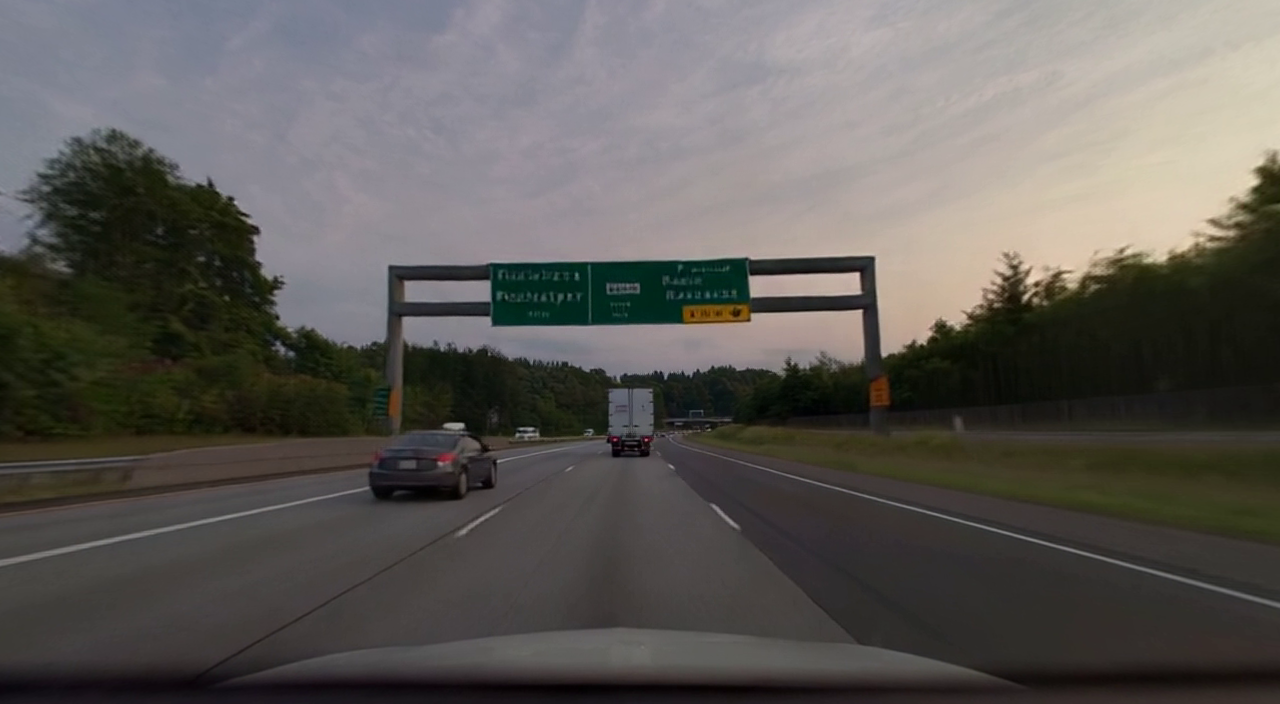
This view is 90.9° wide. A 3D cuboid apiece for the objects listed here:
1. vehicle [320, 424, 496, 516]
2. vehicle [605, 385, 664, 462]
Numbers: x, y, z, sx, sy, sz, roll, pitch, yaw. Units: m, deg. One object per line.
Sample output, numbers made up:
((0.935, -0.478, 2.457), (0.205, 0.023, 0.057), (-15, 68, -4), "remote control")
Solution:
((-4.242, 2.196, 12.315), (1.931, 1.479, 4.083), (0, -8, -1), "vehicle")
((-0.396, 4.022, 34.750), (2.855, 3.741, 8.587), (0, -8, -2), "vehicle")
